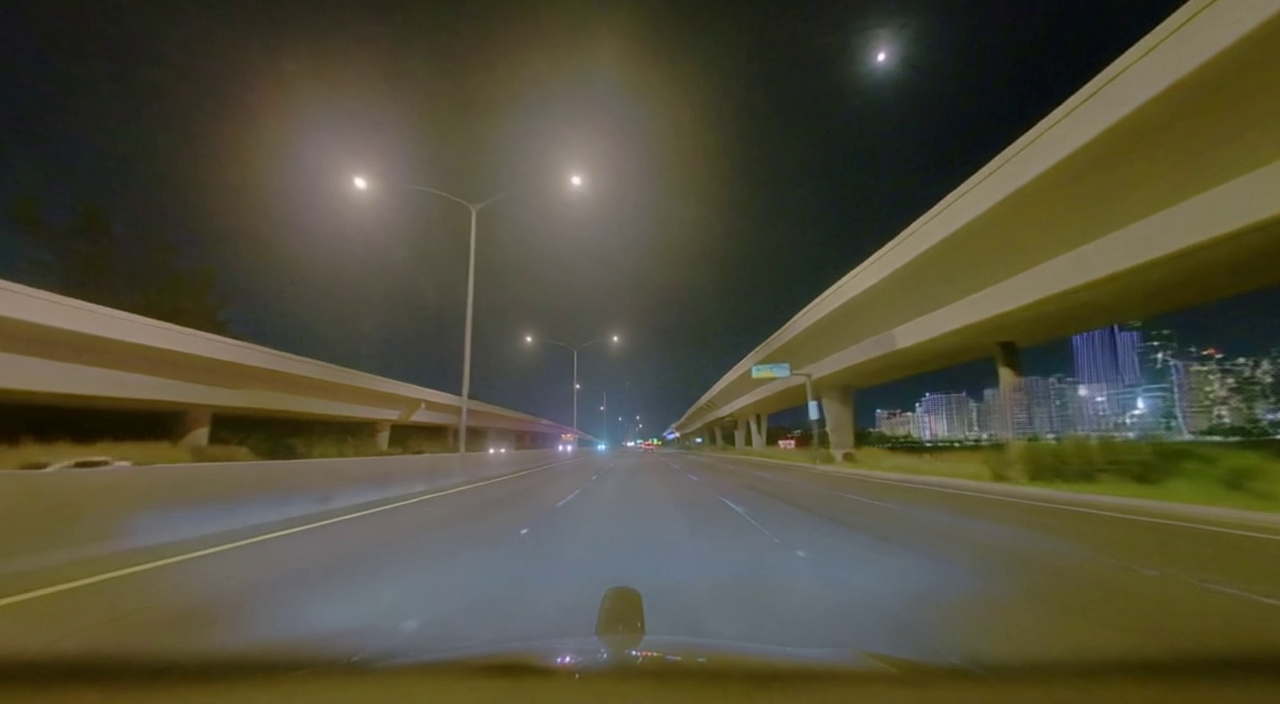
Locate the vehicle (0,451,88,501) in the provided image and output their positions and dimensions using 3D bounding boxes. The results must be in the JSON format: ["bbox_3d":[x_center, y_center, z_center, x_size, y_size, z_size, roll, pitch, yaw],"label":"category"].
[{"bbox_3d":[-21.215,4.101,21.012,1.986,1.520,4.053,0,-9,-1],"label":"vehicle"}]
